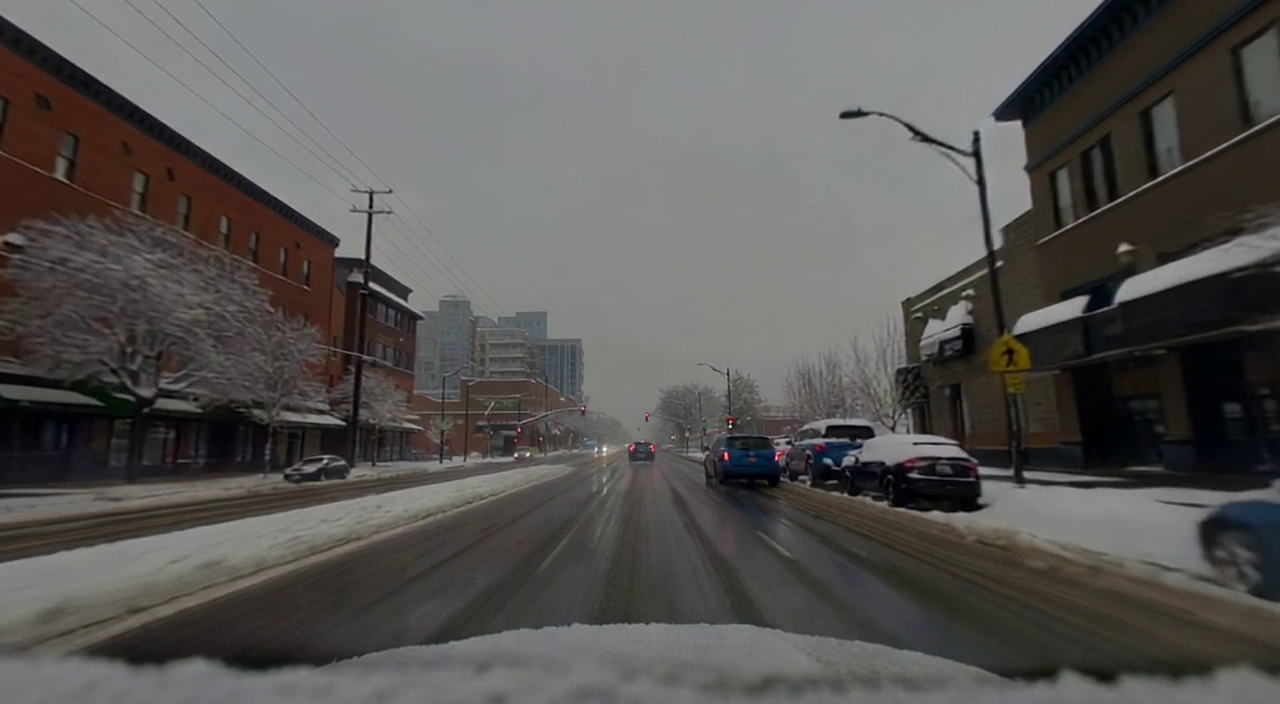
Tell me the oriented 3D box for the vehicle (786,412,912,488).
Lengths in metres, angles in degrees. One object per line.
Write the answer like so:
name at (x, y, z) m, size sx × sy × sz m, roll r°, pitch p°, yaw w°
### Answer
vehicle at (6.797, 3.286, 21.333) m, size 2.396 × 2.218 × 5.242 m, roll 0°, pitch -9°, yaw 0°

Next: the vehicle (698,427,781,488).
vehicle at (3.407, 3.738, 22.636) m, size 2.159 × 1.938 × 4.836 m, roll 0°, pitch -9°, yaw -1°

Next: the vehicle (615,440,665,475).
vehicle at (0.023, 5.064, 30.487) m, size 2.245 × 1.587 × 4.094 m, roll 0°, pitch -9°, yaw 0°

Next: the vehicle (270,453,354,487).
vehicle at (-17.389, 6.260, 33.710) m, size 1.924 × 1.558 × 4.620 m, roll -1°, pitch -8°, yaw 1°

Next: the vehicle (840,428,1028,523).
vehicle at (6.781, 2.889, 15.338) m, size 2.176 × 1.901 × 4.887 m, roll 0°, pitch -9°, yaw 0°
